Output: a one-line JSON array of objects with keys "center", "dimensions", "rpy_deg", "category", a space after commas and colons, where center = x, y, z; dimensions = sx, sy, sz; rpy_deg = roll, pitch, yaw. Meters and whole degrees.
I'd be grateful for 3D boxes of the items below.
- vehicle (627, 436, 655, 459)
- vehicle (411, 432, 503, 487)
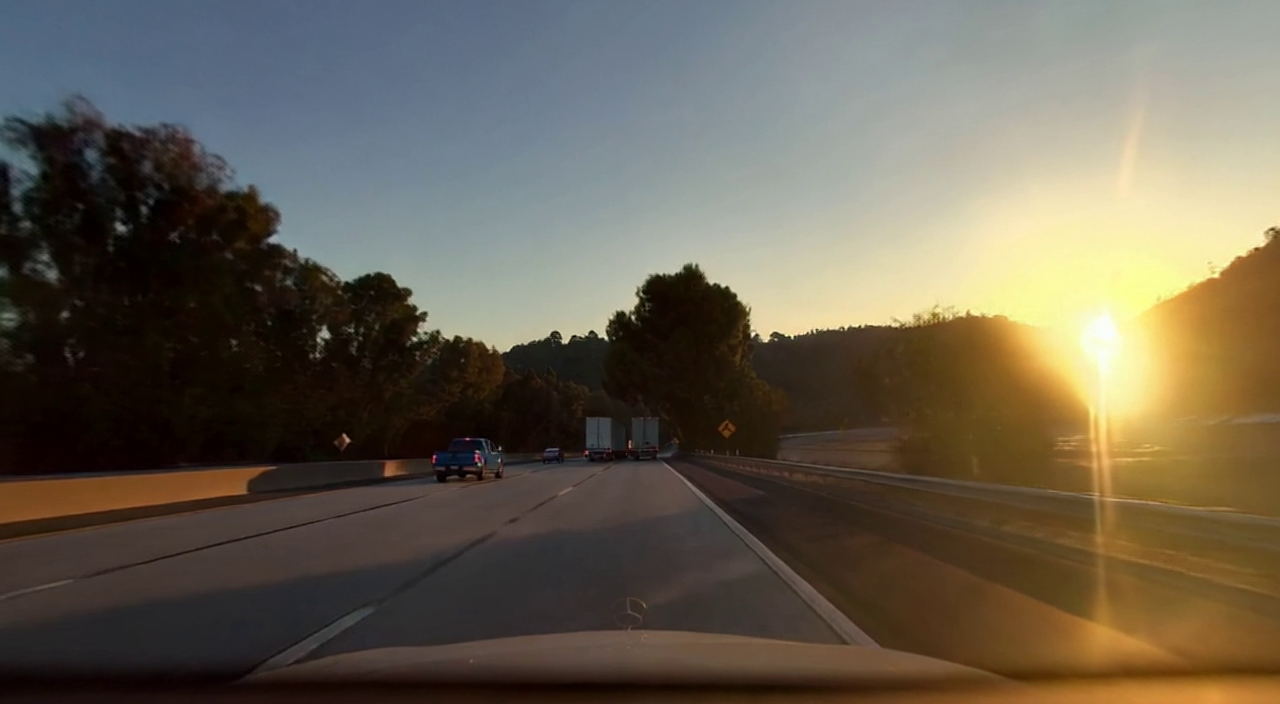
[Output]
[{"center": [0.075, 7.403, 48.997], "dimensions": [2.072, 1.630, 4.529], "rpy_deg": [0, -8, 0], "category": "vehicle"}, {"center": [-6.830, 4.047, 24.169], "dimensions": [2.149, 1.884, 4.627], "rpy_deg": [0, -8, -1], "category": "vehicle"}]
